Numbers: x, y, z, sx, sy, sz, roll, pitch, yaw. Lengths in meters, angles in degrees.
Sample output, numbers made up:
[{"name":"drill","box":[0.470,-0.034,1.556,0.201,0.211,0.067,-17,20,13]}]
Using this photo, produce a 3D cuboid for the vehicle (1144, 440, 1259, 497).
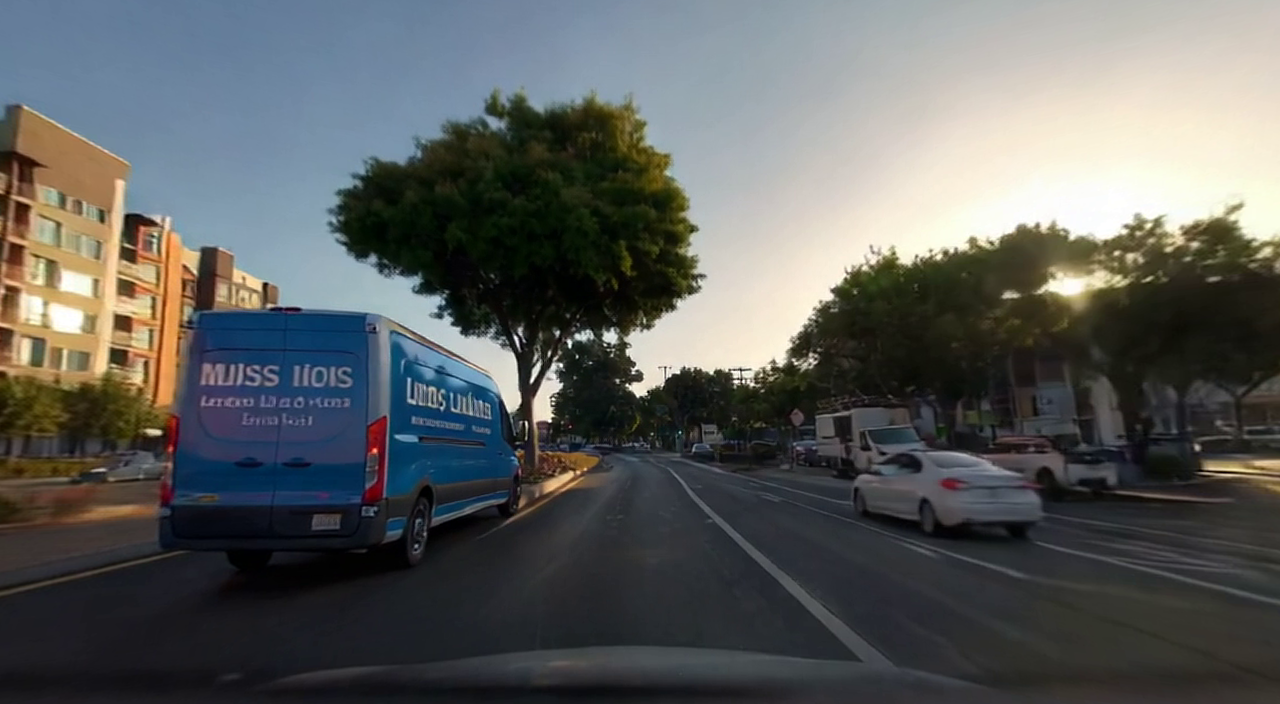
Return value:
[{"name":"vehicle","box":[16.380,3.321,18.369,4.307,1.438,1.923,8,-12,-42]}]

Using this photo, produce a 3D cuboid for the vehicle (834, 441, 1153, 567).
[{"name":"vehicle","box":[4.888,2.141,9.901,2.127,1.439,5.034,0,-8,0]}]

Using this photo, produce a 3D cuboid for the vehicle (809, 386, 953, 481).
[{"name":"vehicle","box":[9.179,3.306,25.272,2.882,3.208,7.609,0,-8,1]}]

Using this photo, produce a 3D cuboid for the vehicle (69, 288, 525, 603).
[{"name":"vehicle","box":[-3.884,1.386,9.789,2.763,2.974,7.562,0,-8,0]}]

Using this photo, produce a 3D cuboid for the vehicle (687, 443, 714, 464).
[{"name":"vehicle","box":[4.617,7.769,48.468,1.878,1.534,4.120,-1,-8,3]}]
